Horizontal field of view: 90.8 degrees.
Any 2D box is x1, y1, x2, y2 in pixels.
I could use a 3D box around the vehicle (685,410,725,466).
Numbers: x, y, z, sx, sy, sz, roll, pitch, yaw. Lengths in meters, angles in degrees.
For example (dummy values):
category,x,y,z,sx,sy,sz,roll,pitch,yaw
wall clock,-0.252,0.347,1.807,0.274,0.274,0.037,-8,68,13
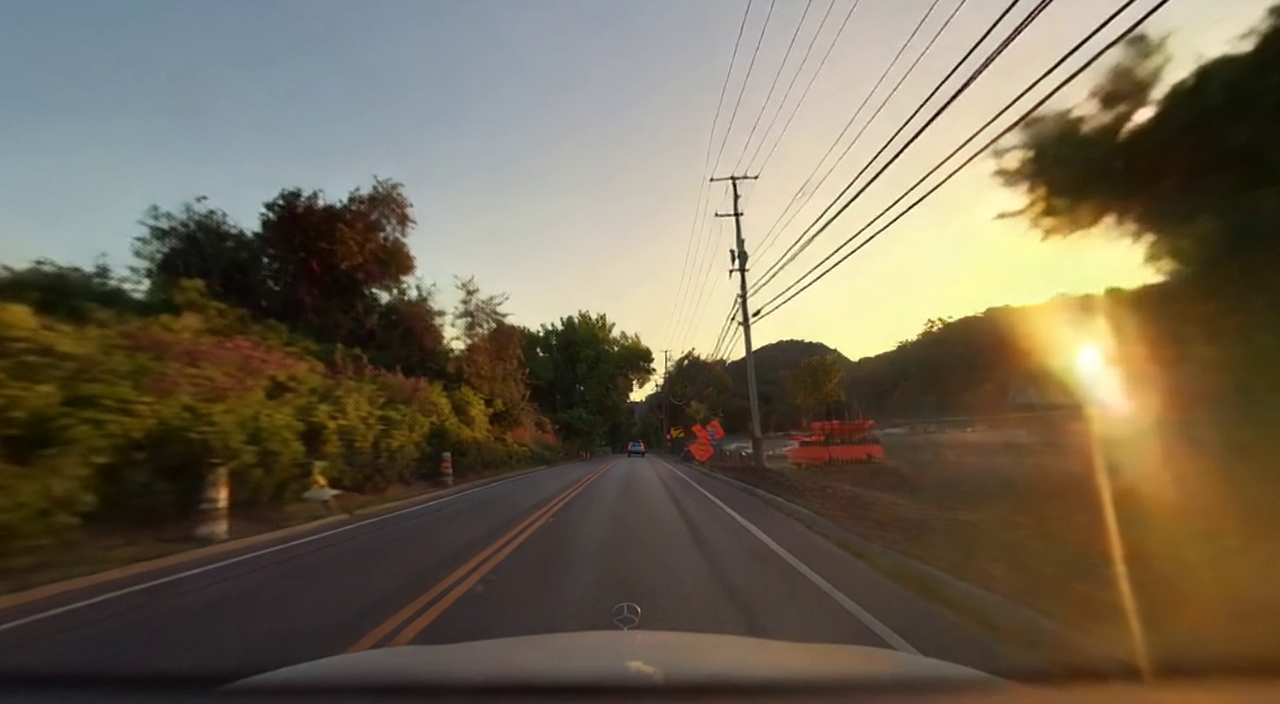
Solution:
category,x,y,z,sx,sy,sz,roll,pitch,yaw
vehicle,3.956,5.290,39.029,2.374,3.357,1.724,0,-8,4
